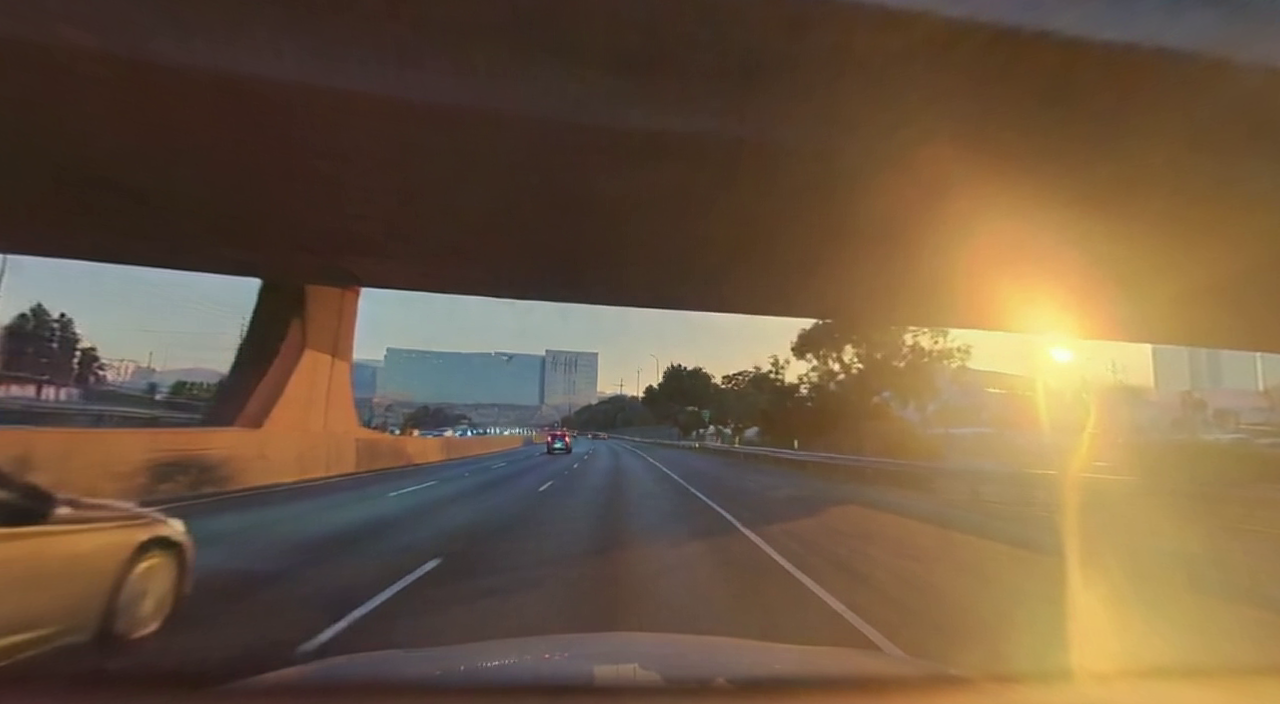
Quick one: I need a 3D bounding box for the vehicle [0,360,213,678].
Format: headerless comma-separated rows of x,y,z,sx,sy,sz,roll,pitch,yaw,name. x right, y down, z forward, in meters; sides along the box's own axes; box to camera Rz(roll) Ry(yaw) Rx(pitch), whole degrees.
-4.434,0.773,2.504,2.215,1.648,4.713,0,-8,-1,vehicle

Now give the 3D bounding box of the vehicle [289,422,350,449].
-23.398,6.121,46.154,2.007,1.846,5.028,0,-8,-2,vehicle

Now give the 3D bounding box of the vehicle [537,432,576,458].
-5.625,6.320,42.842,2.123,1.601,4.887,0,-8,-2,vehicle
